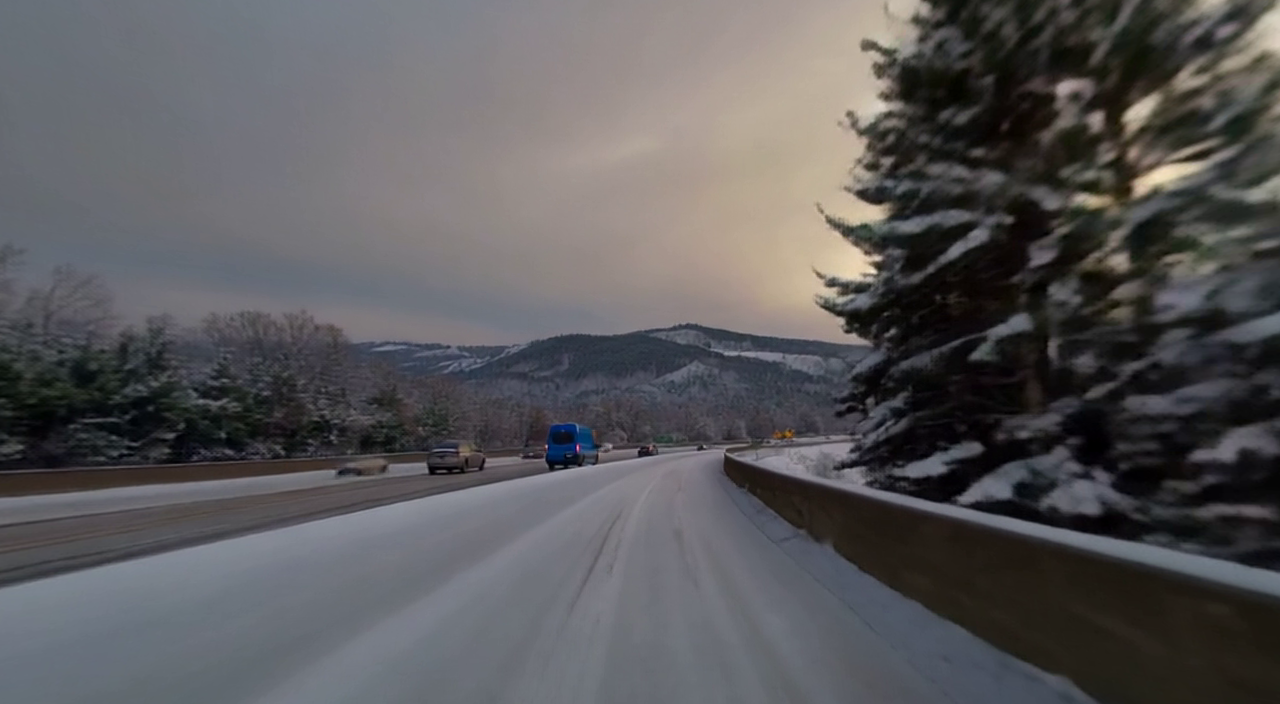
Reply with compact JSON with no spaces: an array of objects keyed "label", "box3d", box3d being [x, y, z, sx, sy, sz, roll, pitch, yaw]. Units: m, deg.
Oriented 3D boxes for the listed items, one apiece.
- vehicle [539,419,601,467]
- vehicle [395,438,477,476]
[{"label":"vehicle","box3d":[-4.115,5.584,38.702,2.314,2.703,6.441,-1,-8,7]},{"label":"vehicle","box3d":[-8.917,4.617,28.061,1.821,1.524,4.342,-1,-8,5]}]
